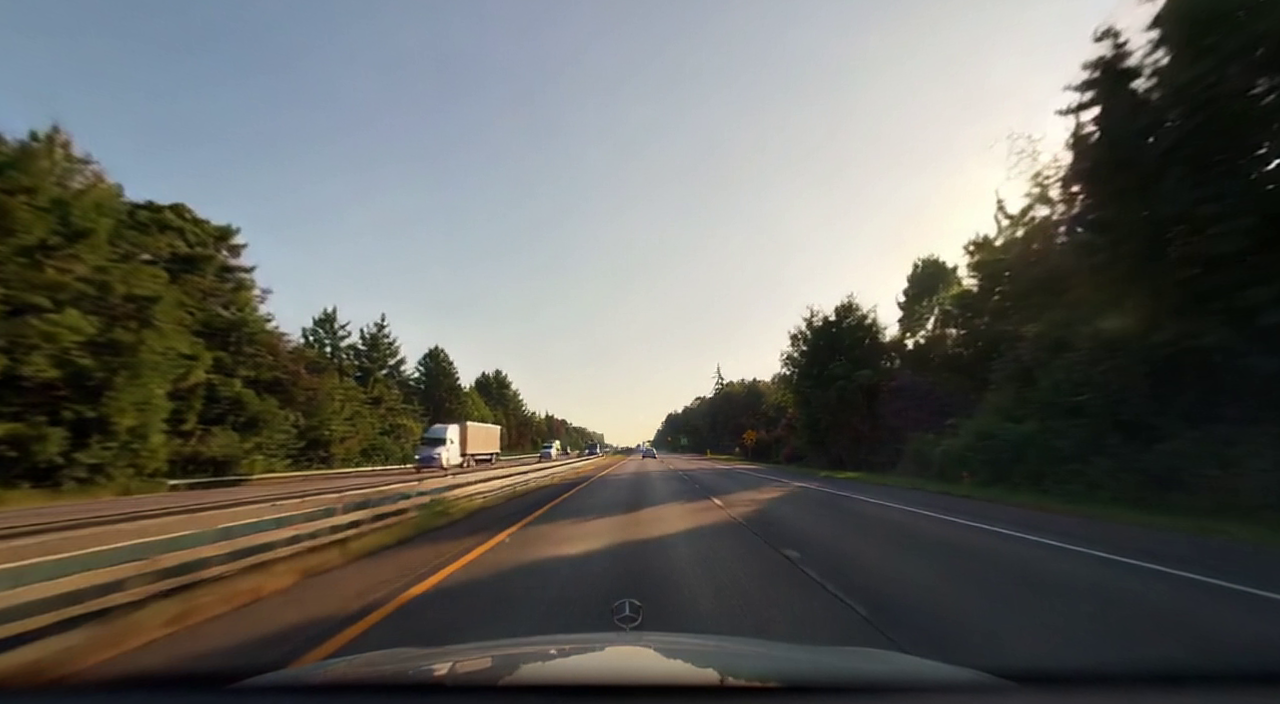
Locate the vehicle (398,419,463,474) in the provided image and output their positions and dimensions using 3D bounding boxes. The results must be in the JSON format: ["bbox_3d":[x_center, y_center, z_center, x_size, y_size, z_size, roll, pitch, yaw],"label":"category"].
[{"bbox_3d":[-16.359,7.481,49.755,2.761,3.994,6.240,0,-9,1],"label":"vehicle"}]
